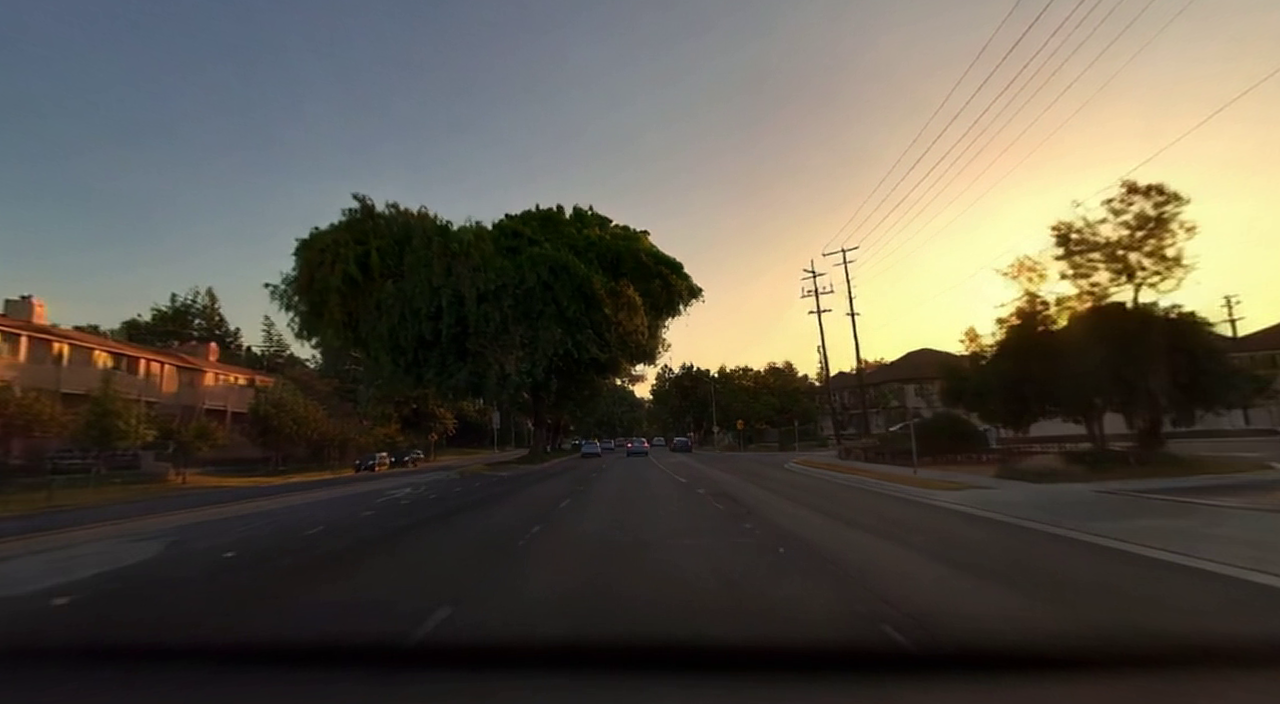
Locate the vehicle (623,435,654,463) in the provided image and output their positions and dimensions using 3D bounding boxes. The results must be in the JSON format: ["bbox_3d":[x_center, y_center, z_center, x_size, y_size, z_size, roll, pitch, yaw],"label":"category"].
[{"bbox_3d":[-0.161,6.610,43.146,2.043,1.734,4.253,0,-8,-1],"label":"vehicle"}]

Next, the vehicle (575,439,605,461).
[{"bbox_3d":[-3.729,7.319,47.381,2.000,1.569,3.794,0,-8,-1],"label":"vehicle"}]

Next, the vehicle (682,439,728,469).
[{"bbox_3d":[3.341,5.320,33.115,1.830,1.451,4.009,0,-8,-2],"label":"vehicle"}]

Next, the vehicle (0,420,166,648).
[{"bbox_3d":[-4.964,1.051,3.231,1.844,1.451,4.543,1,-8,-5],"label":"vehicle"}]
